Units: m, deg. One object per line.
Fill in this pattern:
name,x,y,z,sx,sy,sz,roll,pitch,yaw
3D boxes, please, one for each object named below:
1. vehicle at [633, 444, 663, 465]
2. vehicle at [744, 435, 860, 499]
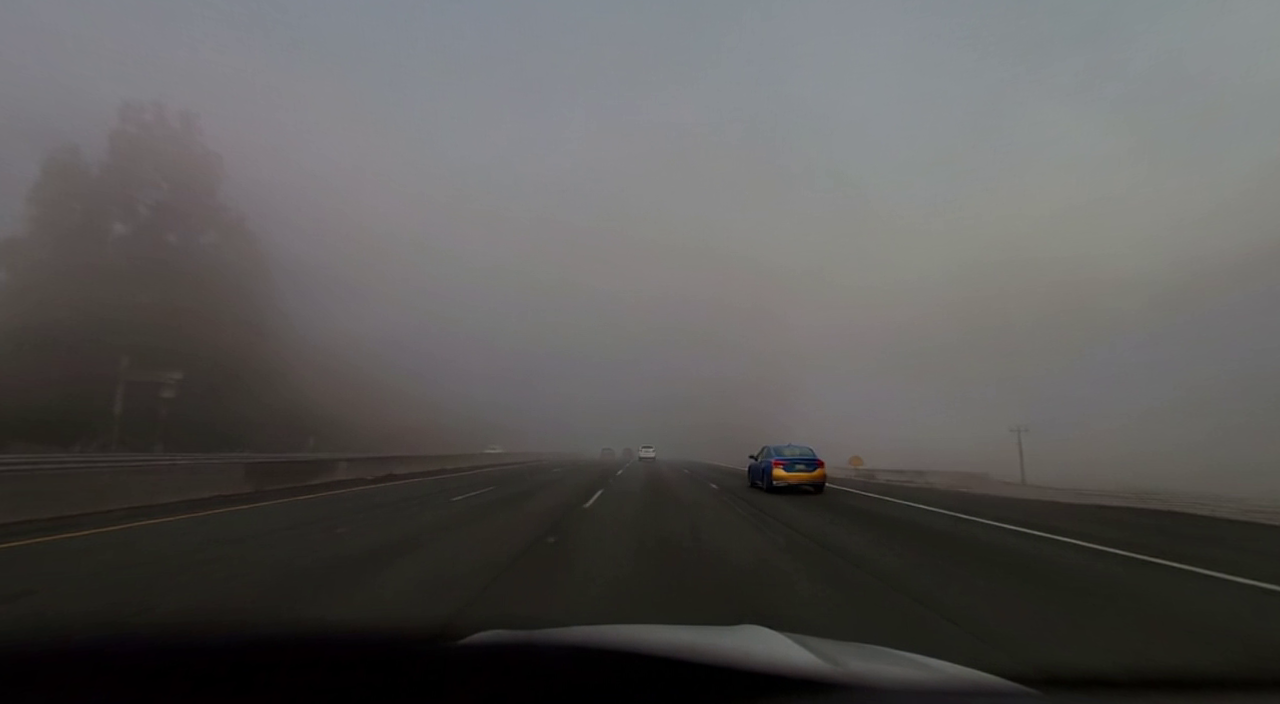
vehicle,0.529,7.382,45.551,2.052,1.449,3.857,0,-8,0
vehicle,4.325,3.135,17.605,2.008,1.524,4.598,0,-8,0
